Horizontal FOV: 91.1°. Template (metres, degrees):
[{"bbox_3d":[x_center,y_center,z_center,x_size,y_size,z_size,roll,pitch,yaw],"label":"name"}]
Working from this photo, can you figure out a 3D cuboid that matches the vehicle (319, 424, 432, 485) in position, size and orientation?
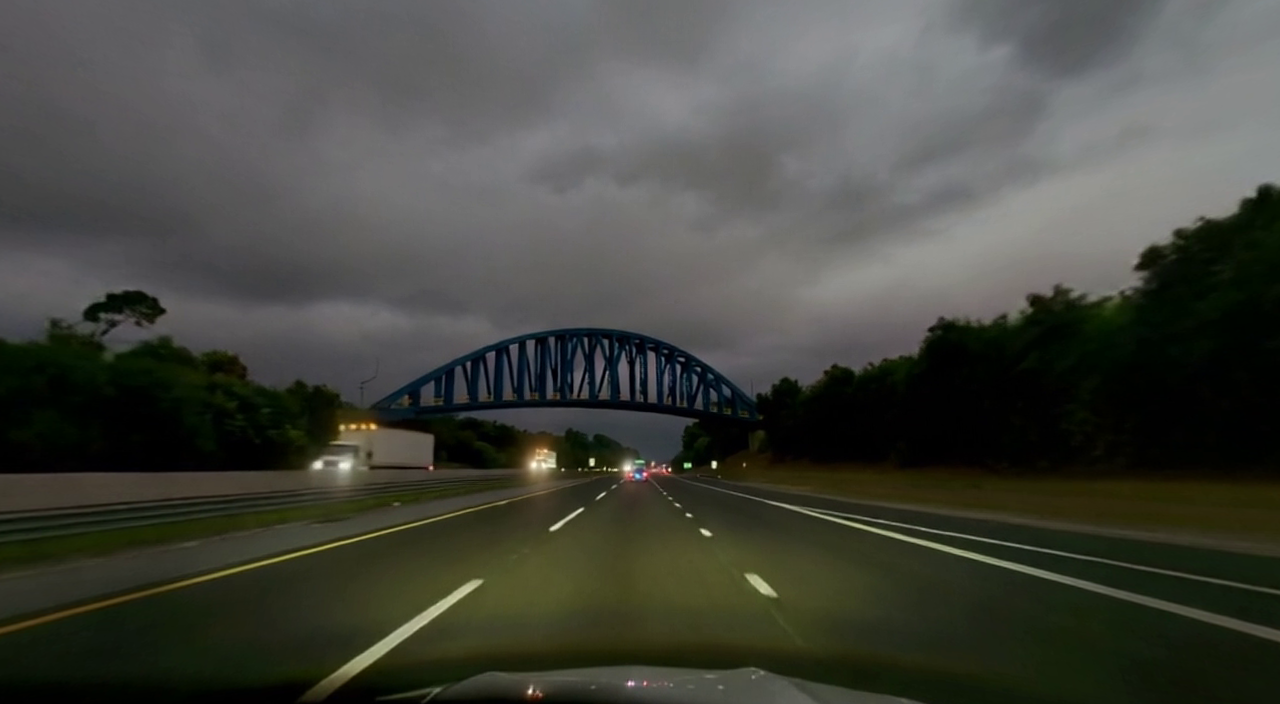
[{"bbox_3d":[-19.782,8.049,48.399,2.893,4.010,13.120,1,-11,0],"label":"vehicle"}]

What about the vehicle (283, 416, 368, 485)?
[{"bbox_3d":[-19.773,6.278,39.830,2.986,4.121,4.023,1,-11,0],"label":"vehicle"}]
